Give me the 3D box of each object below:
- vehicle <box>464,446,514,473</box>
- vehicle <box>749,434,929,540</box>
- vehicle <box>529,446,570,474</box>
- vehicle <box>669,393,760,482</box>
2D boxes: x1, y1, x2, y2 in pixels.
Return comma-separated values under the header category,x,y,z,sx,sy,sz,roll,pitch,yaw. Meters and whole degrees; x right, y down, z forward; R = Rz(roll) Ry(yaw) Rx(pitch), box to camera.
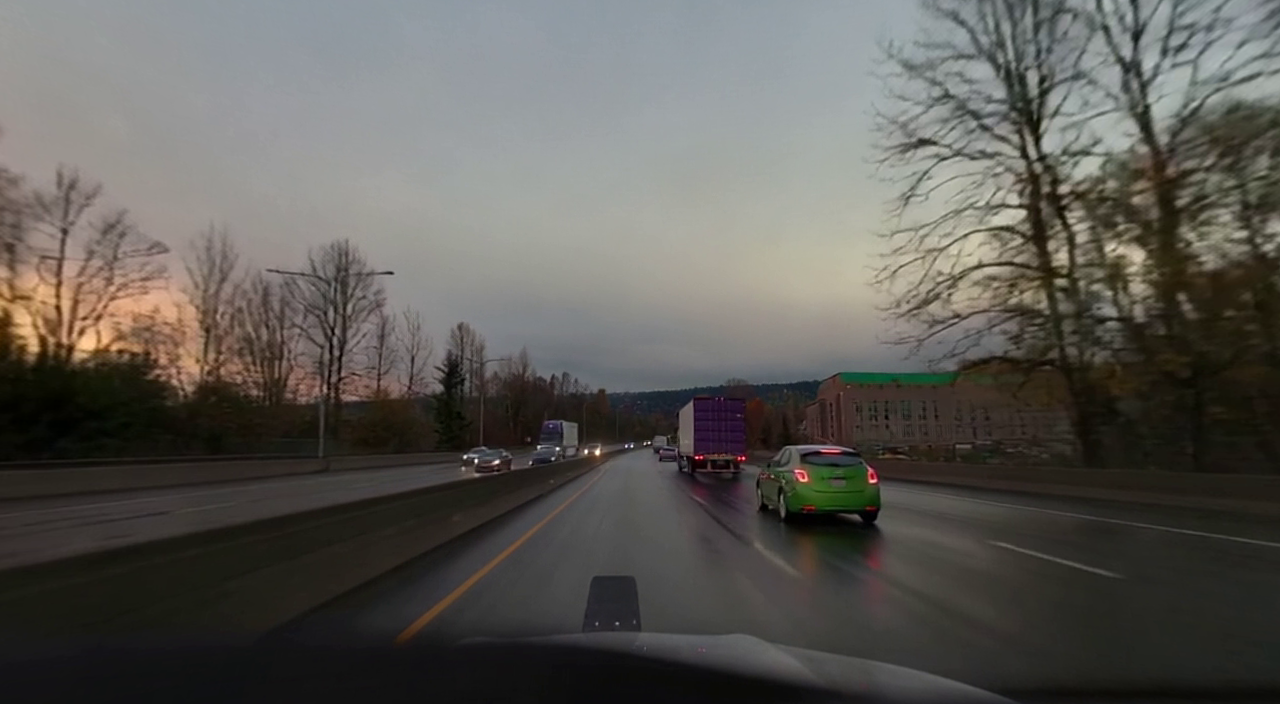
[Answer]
category,x,y,z,sx,sy,sz,roll,pitch,yaw
vehicle,-9.200,6.594,38.541,1.903,1.521,4.161,-1,-9,2
vehicle,3.342,2.334,11.421,1.971,1.558,3.834,0,-9,0
vehicle,-5.310,6.392,37.218,1.817,1.539,3.879,-1,-9,1
vehicle,3.308,4.516,32.383,2.916,3.563,14.462,0,-9,0
